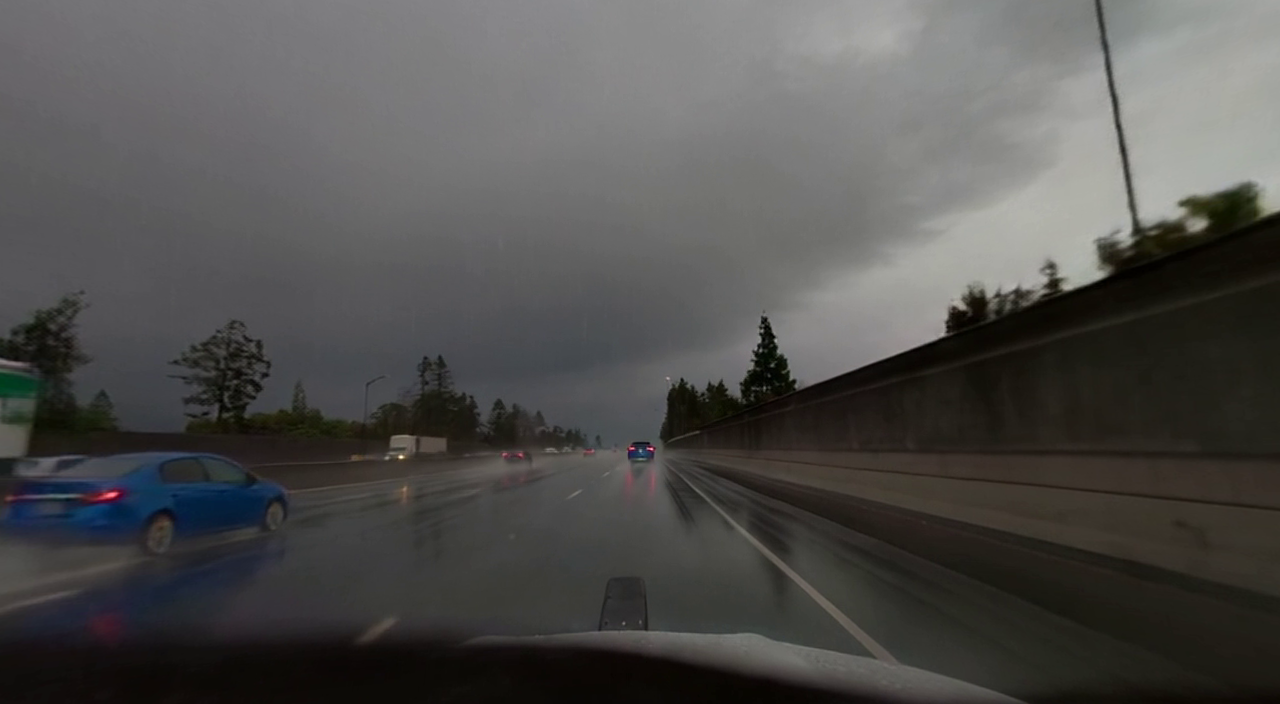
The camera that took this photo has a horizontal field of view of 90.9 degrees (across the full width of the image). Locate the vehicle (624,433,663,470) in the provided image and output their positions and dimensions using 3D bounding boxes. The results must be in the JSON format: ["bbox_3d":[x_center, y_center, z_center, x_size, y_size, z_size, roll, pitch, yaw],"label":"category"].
[{"bbox_3d":[0.186,6.253,39.705,2.318,2.145,4.561,0,-8,0],"label":"vehicle"}]

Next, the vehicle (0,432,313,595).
[{"bbox_3d":[-6.624,1.914,8.431,2.116,1.570,4.377,0,-8,1],"label":"vehicle"}]

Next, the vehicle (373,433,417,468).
[{"bbox_3d":[-16.658,6.709,43.009,1.677,2.162,3.235,-4,-9,2],"label":"vehicle"}]
